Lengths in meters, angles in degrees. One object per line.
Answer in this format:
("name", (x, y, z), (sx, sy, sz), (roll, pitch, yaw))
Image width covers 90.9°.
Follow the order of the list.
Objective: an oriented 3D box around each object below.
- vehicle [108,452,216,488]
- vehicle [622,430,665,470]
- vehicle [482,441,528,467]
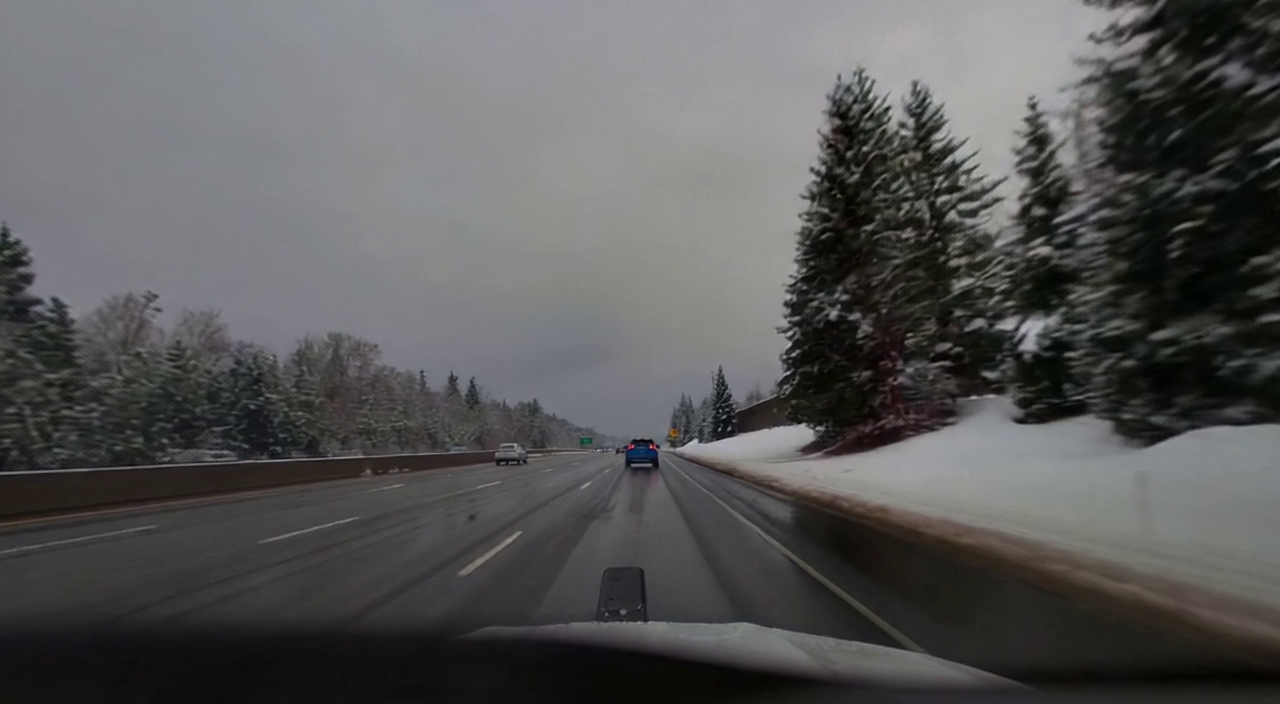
("vehicle", (-23.652, 5.826, 31.467), (2.009, 1.556, 4.207), (-1, -8, 1))
("vehicle", (0.171, 5.666, 36.642), (2.318, 2.145, 4.561), (0, -8, 0))
("vehicle", (-9.836, 7.482, 46.404), (2.204, 1.770, 5.016), (-1, -8, 1))
